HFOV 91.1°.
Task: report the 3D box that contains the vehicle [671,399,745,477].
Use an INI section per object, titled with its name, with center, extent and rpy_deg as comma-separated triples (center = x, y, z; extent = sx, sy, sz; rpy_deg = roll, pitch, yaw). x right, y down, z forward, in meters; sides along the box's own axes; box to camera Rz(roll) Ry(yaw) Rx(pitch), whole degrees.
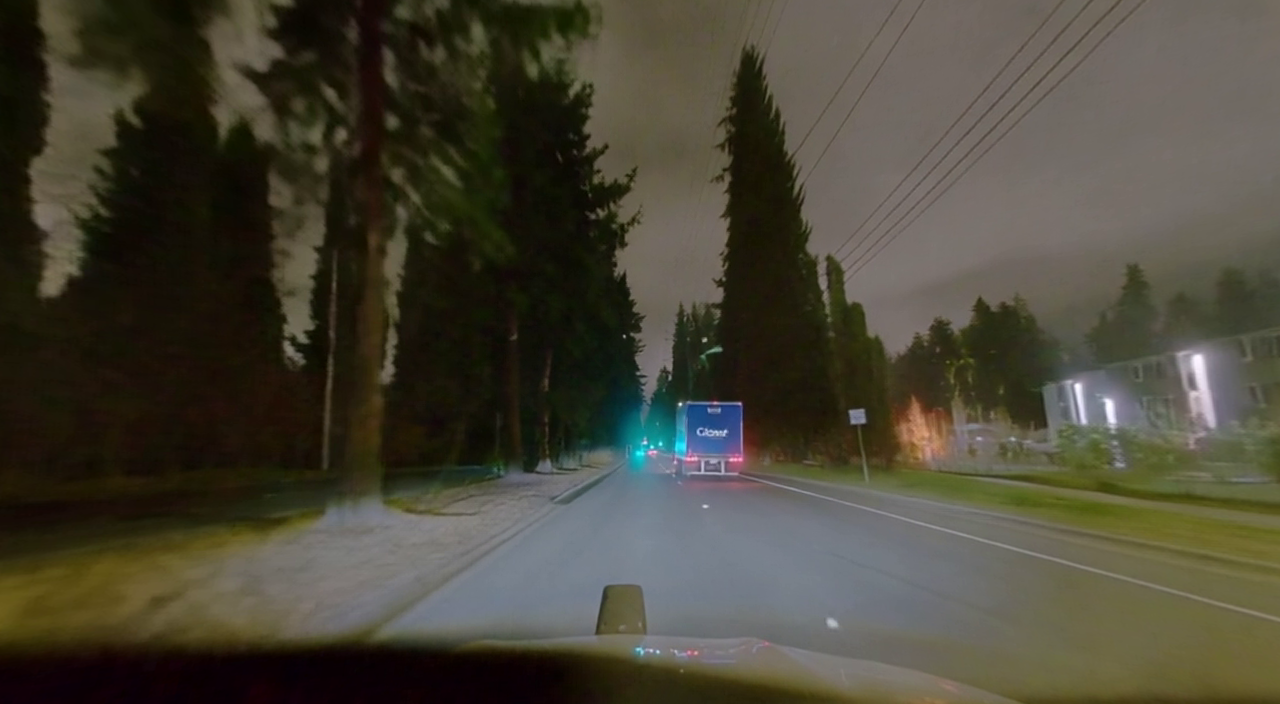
[vehicle]
center = 3.632, 4.969, 36.085
extent = 2.973, 3.848, 9.336
rpy_deg = 0, -8, -2
